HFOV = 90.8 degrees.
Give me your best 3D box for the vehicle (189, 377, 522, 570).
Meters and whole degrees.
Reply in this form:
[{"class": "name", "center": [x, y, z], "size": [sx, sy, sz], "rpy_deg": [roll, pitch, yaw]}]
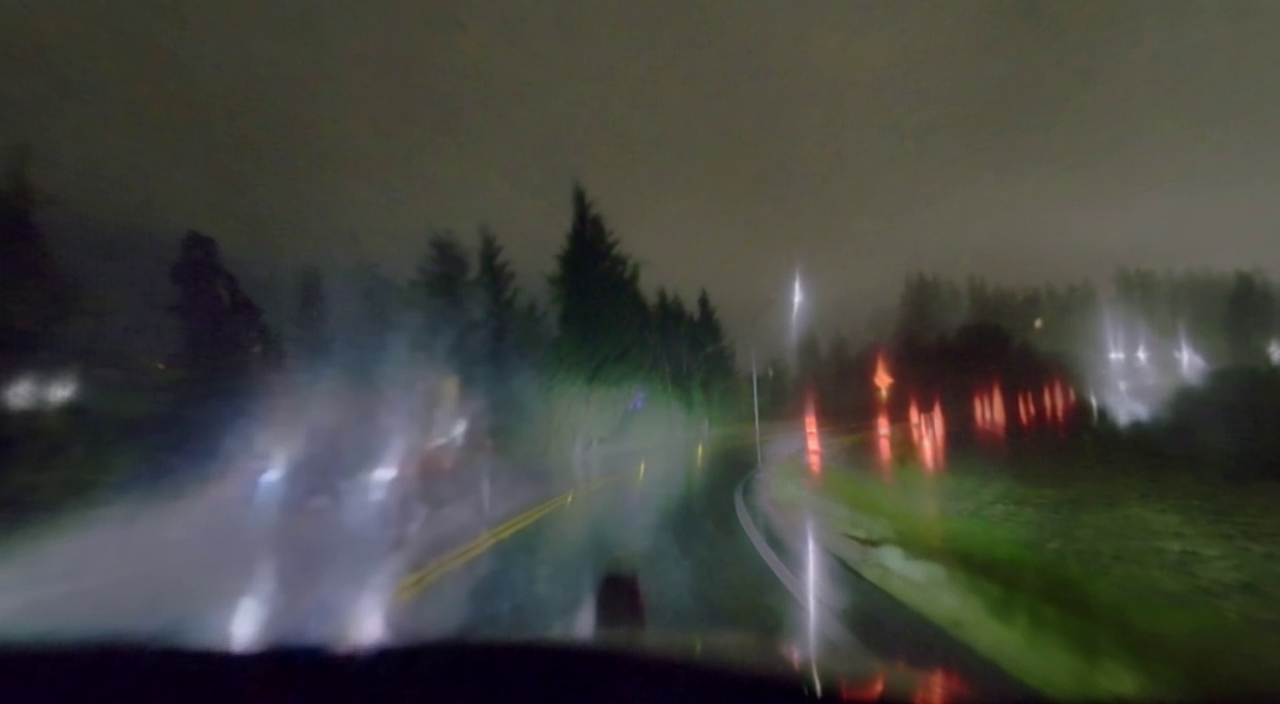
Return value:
[{"class": "vehicle", "center": [-3.381, 1.594, 8.943], "size": [2.095, 1.939, 4.857], "rpy_deg": [-1, -9, 5]}]
